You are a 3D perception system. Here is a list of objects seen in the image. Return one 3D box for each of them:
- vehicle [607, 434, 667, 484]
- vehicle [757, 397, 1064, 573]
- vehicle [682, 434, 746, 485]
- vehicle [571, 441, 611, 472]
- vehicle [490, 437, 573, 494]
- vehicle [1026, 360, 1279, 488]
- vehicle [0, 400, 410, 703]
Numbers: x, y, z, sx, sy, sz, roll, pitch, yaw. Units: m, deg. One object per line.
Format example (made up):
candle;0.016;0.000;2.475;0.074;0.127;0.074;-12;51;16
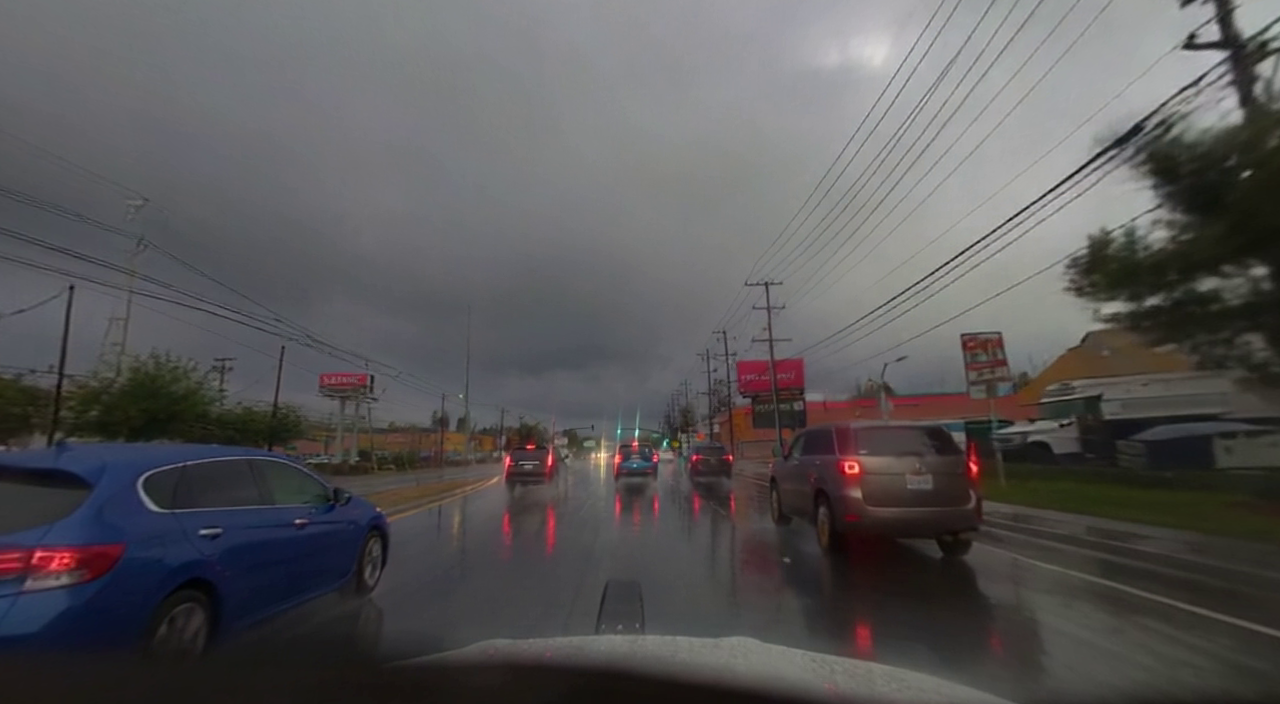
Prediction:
vehicle;-0.153;4.479;26.757;2.326;1.925;4.253;0;-8;-1
vehicle;3.407;1.810;9.400;2.282;1.897;4.915;0;-8;-1
vehicle;2.969;4.417;26.282;2.026;1.904;4.102;0;-8;-1
vehicle;-3.342;7.319;44.618;2.405;2.009;5.909;0;-8;-1
vehicle;-3.448;3.687;20.844;2.051;1.671;3.861;0;-8;0
vehicle;12.551;1.866;15.799;2.477;2.665;5.203;0;-8;1
vehicle;-3.231;1.166;3.791;2.022;1.498;4.471;0;-8;0
